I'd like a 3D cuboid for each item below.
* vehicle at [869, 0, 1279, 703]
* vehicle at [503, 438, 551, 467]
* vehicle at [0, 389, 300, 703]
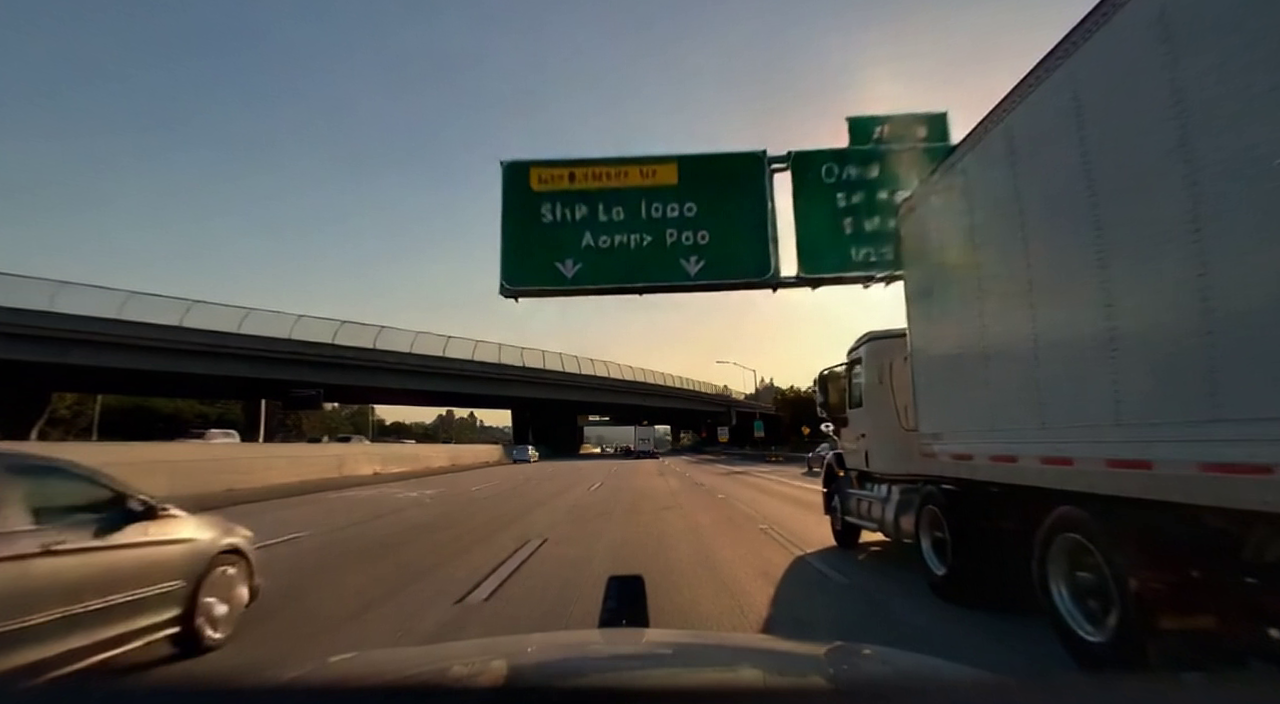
[{"bbox_3d":[3.827,-0.380,0.898,3.049,3.395,10.595,0,-8,0],"label":"vehicle"},{"bbox_3d":[-6.763,6.069,38.056,1.980,1.666,4.562,0,-8,1],"label":"vehicle"},{"bbox_3d":[-3.637,0.861,2.149,2.143,1.529,4.918,0,-8,1],"label":"vehicle"}]
